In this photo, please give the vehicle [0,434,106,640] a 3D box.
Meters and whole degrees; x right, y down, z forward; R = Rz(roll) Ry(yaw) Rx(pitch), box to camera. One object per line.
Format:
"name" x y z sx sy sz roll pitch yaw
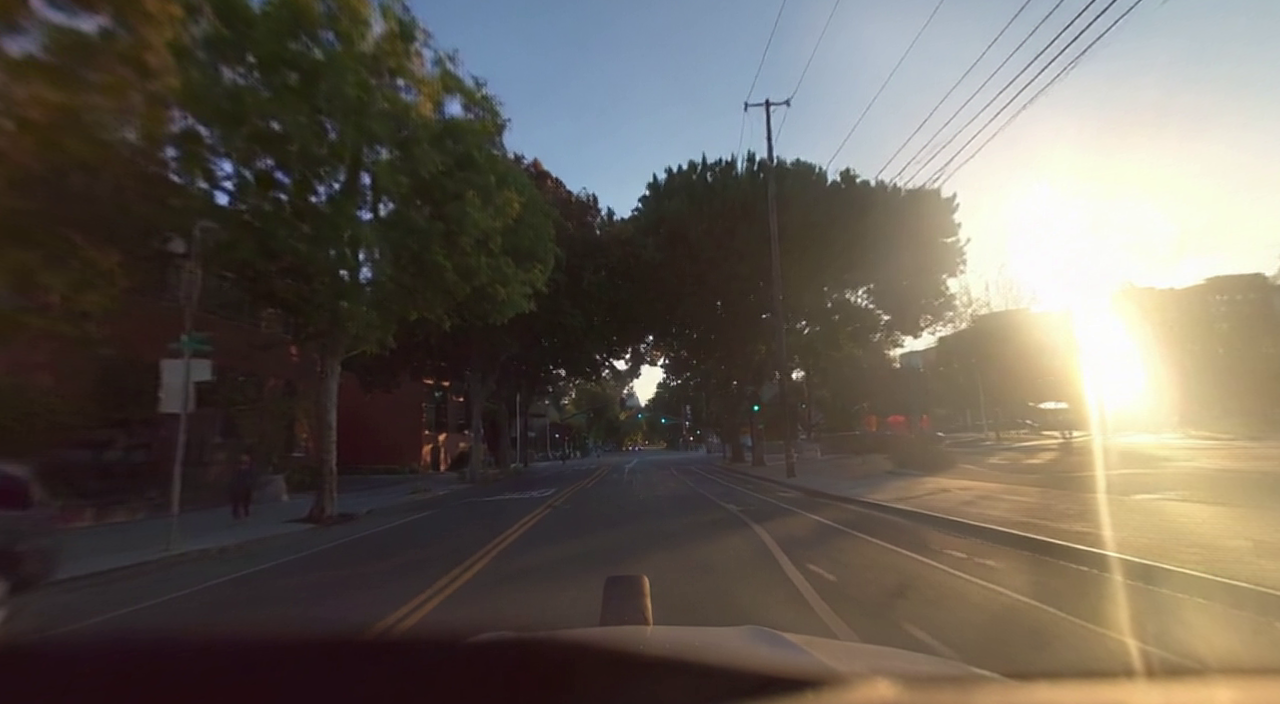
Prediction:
"vehicle" -6.423 1.327 3.775 2.147 1.701 4.879 0 -8 0
